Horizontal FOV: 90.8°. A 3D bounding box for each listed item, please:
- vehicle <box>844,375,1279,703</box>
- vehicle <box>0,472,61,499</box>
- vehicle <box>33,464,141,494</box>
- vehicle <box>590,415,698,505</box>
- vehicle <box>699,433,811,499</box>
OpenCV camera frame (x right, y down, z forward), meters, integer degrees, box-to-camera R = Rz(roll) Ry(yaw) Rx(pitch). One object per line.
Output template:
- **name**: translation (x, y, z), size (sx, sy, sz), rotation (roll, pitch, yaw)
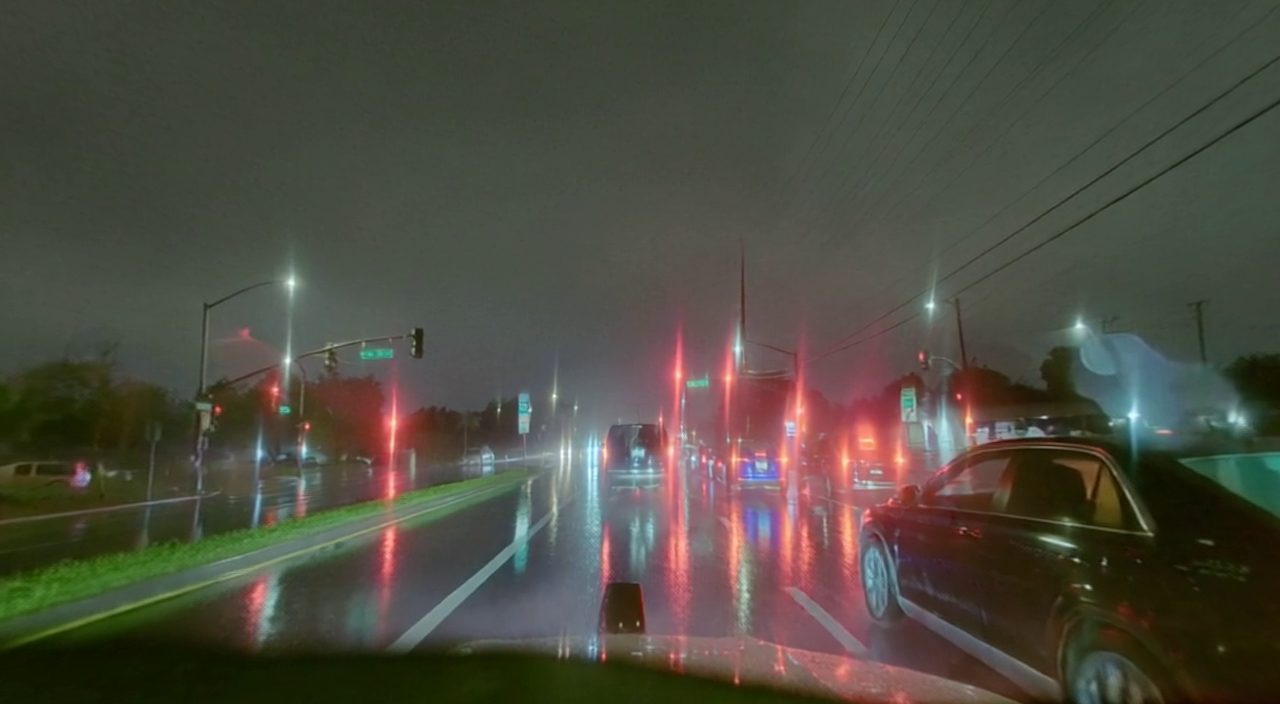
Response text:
- **vehicle**: translation (2.780, 1.016, 3.215), size (2.004, 1.460, 4.297), rotation (0, -9, -1)
- **vehicle**: translation (-37.964, 7.969, 37.708), size (4.625, 1.455, 2.029), rotation (0, -9, -4)
- **vehicle**: translation (-33.227, 7.629, 38.070), size (4.550, 1.601, 1.766), rotation (1, -9, -7)
- **vehicle**: translation (0.069, 2.603, 15.574), size (2.236, 1.856, 4.816), rotation (0, -9, 0)
- **vehicle**: translation (2.830, 2.923, 16.614), size (2.025, 1.477, 4.333), rotation (0, -9, -1)
